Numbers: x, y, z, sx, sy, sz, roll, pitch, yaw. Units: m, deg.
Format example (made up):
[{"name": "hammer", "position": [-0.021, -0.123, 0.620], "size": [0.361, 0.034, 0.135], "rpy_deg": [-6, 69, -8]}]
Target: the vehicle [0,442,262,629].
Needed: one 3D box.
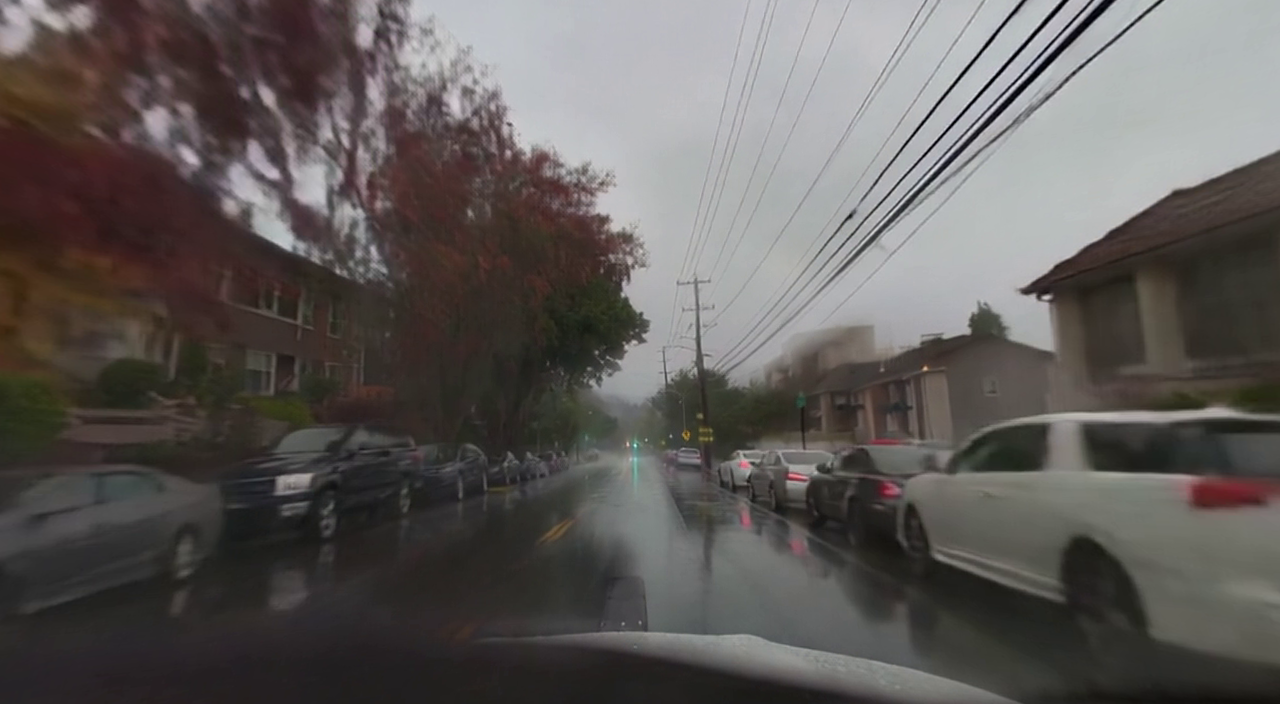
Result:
[{"name": "vehicle", "position": [-6.348, 1.817, 6.549], "size": [2.045, 1.526, 4.598], "rpy_deg": [-5, -9, -1]}]

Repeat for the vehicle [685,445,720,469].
[{"name": "vehicle", "position": [4.145, 7.055, 42.235], "size": [1.883, 1.527, 3.828], "rpy_deg": [0, -9, -1]}]

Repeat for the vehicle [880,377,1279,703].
[{"name": "vehicle", "position": [3.897, 1.294, 4.986], "size": [2.328, 1.730, 4.225], "rpy_deg": [0, -9, 1]}]

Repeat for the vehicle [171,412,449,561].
[{"name": "vehicle", "position": [-6.090, 2.479, 12.873], "size": [2.376, 2.219, 6.021], "rpy_deg": [-2, -7, 1]}]
